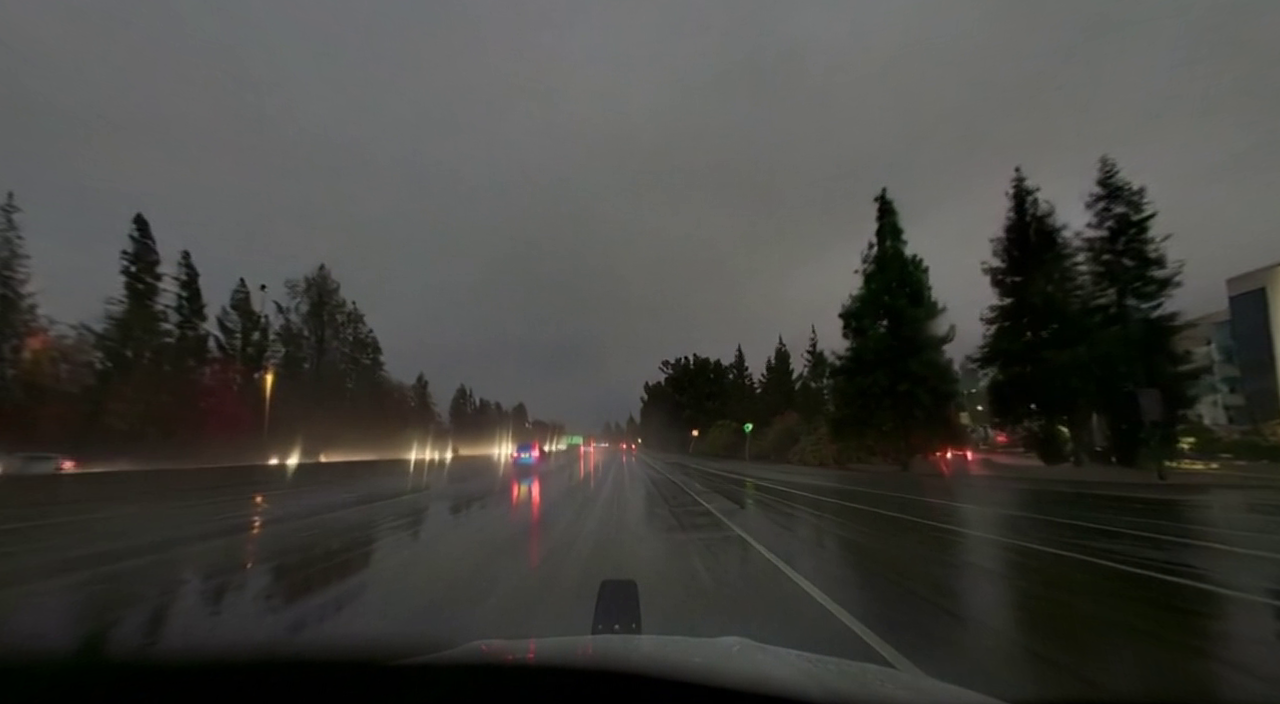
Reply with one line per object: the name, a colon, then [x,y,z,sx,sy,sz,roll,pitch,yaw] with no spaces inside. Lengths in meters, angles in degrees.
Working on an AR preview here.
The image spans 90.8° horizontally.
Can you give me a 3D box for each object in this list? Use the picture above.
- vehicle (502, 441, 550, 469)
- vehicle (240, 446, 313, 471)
vehicle: [-6.916,6.283,38.776,2.016,1.606,4.806,0,-9,0]
vehicle: [-22.780,6.677,39.839,1.942,1.506,4.477,0,-9,0]
